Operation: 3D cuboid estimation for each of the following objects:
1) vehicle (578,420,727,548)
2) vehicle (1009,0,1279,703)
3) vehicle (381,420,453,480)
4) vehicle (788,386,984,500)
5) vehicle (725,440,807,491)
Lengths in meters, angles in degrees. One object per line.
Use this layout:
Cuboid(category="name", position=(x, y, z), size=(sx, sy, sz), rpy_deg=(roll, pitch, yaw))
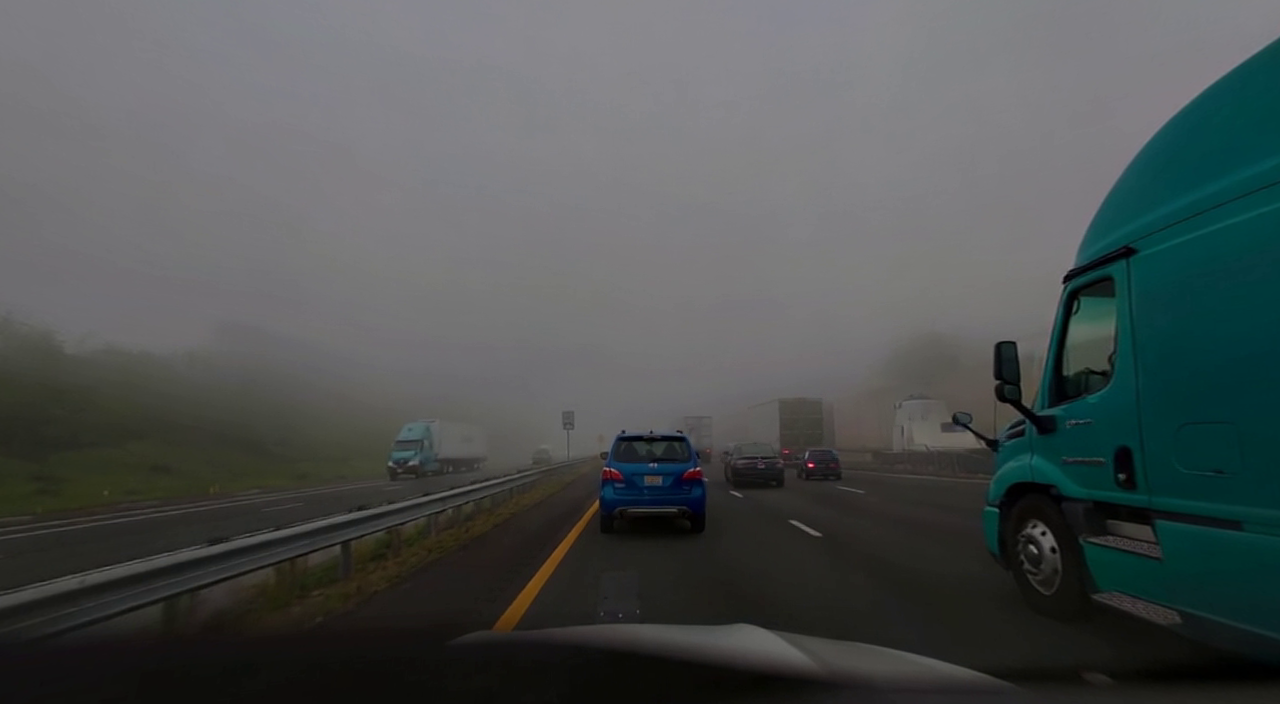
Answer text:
Cuboid(category="vehicle", position=(0.189, 2.013, 10.081), size=(1.965, 1.664, 3.428), rpy_deg=(-1, -9, 1))
Cuboid(category="vehicle", position=(4.256, -0.218, 1.448), size=(2.987, 3.877, 5.881), rpy_deg=(0, -9, 0))
Cuboid(category="vehicle", position=(-15.999, 7.064, 45.440), size=(3.025, 3.994, 5.884), rpy_deg=(0, -9, -1))
Cuboid(category="vehicle", position=(8.211, 3.370, 23.080), size=(2.799, 3.188, 10.578), rpy_deg=(0, -9, -1))
Cuboid(category="vehicle", position=(4.101, 3.748, 21.017), size=(1.859, 1.512, 3.711), rpy_deg=(0, -9, -1))
